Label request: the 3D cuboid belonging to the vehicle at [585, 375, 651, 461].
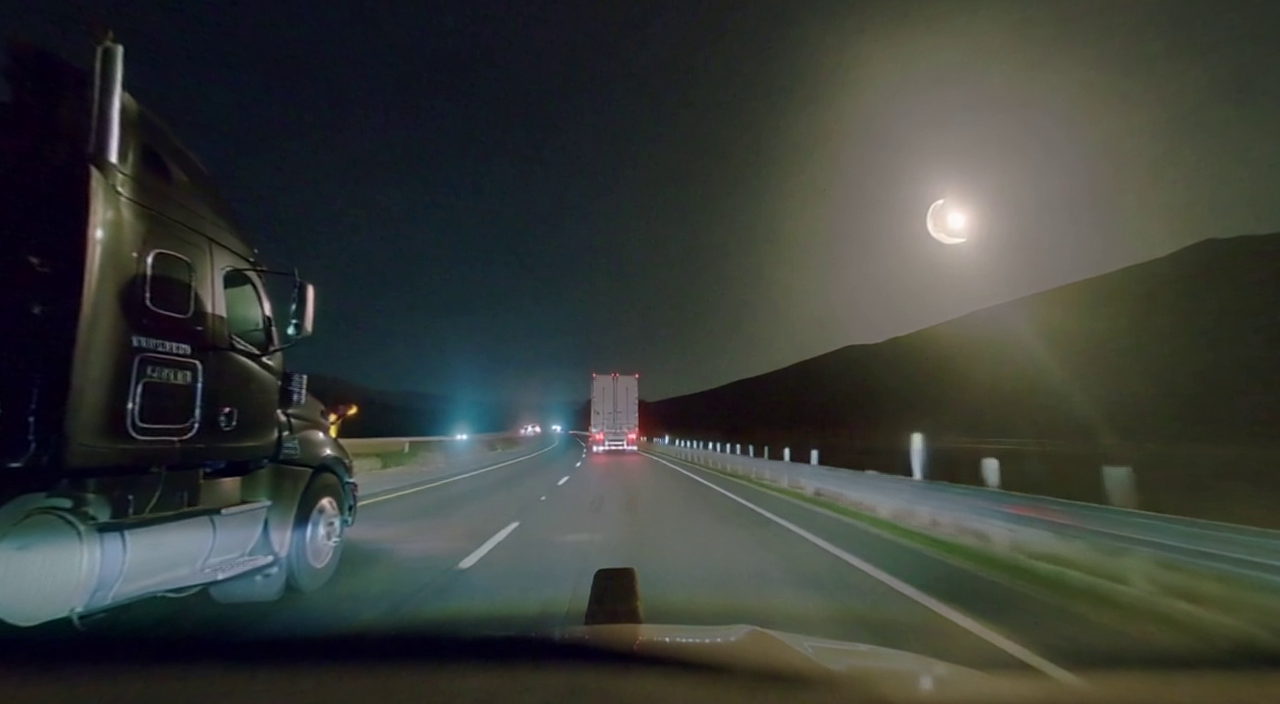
[{"bbox_3d":[-1.261,3.747,34.258,3.023,3.965,10.402,0,-8,-3],"label":"vehicle"}]
